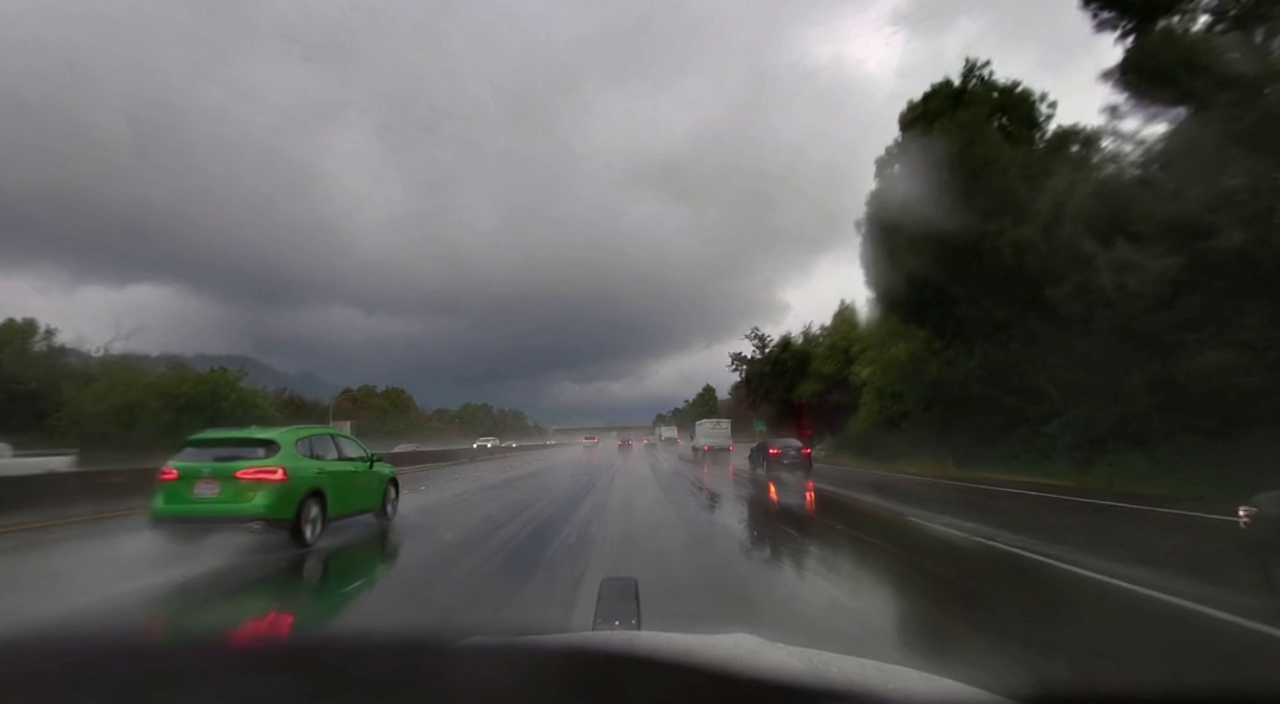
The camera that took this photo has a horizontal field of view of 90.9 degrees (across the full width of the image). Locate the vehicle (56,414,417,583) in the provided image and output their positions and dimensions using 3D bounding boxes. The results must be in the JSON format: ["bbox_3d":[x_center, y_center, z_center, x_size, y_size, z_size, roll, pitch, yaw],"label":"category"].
[{"bbox_3d":[-4.475,1.632,7.890,1.966,1.570,3.859,0,-8,-1],"label":"vehicle"}]

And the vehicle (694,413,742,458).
[{"bbox_3d":[5.392,5.892,44.446,2.588,2.910,5.511,0,-8,-1],"label":"vehicle"}]

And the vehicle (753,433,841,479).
[{"bbox_3d":[5.234,3.503,21.595,1.920,1.436,3.890,0,-8,-2],"label":"vehicle"}]
